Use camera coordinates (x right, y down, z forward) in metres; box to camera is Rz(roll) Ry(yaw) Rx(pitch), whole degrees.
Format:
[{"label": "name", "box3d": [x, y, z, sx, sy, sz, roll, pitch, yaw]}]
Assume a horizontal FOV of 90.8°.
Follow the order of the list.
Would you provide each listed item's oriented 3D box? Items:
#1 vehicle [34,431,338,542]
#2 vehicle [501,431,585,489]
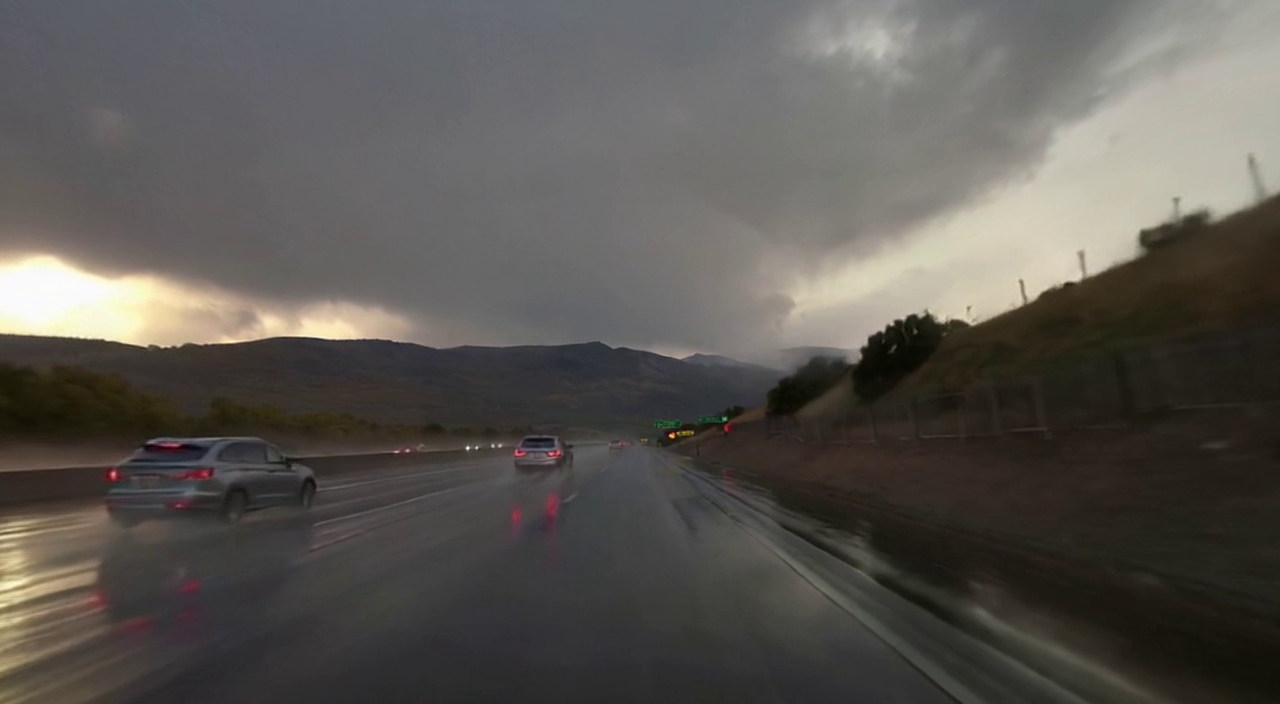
[{"label": "vehicle", "box3d": [-7.352, 2.194, 11.021, 1.930, 1.508, 4.567, 0, -8, 0]}, {"label": "vehicle", "box3d": [-3.153, 3.623, 21.511, 2.029, 1.753, 4.718, 0, -8, 1]}]
